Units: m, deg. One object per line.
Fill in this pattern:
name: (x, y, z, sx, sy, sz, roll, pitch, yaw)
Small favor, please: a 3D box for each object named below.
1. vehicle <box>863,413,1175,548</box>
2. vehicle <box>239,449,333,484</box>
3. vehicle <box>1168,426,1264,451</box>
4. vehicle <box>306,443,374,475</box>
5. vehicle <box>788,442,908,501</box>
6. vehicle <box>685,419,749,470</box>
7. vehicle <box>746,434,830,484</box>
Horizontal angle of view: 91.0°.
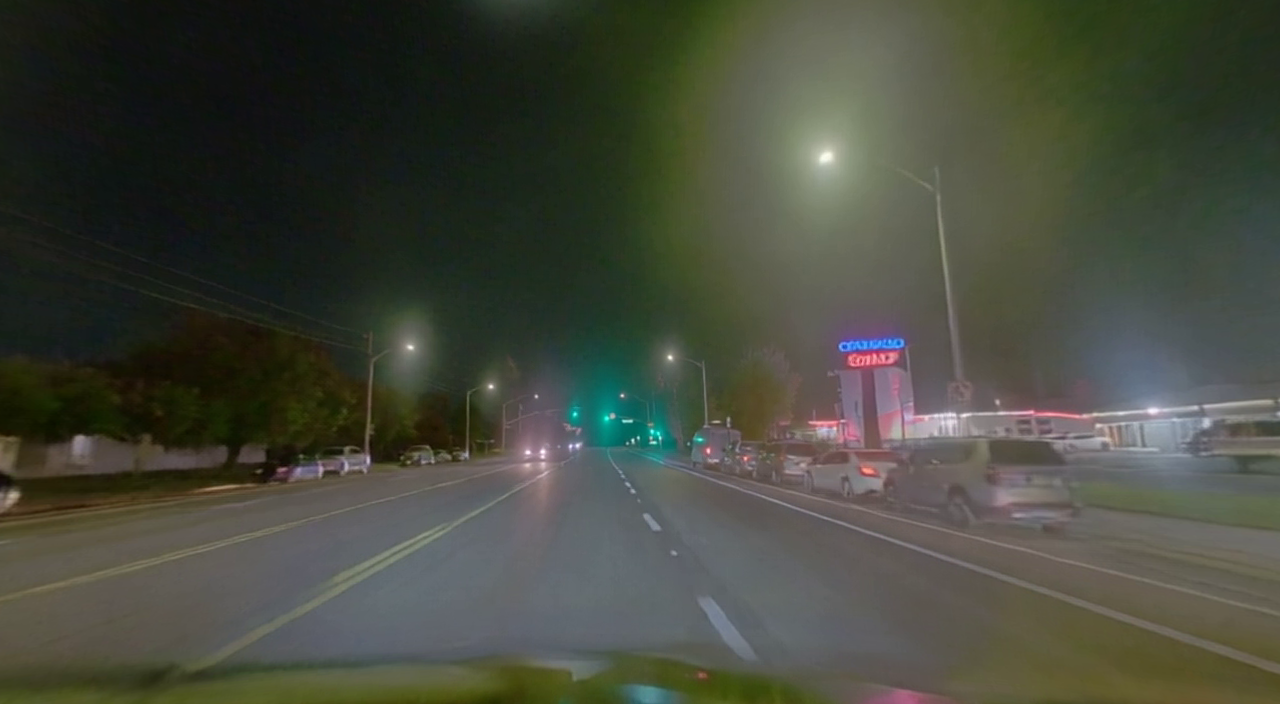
vehicle: (6.440, 2.254, 11.868, 2.092, 1.887, 5.632, 1, -9, -4)
vehicle: (-16.843, 5.436, 30.281, 2.036, 1.478, 4.615, 0, -9, -3)
vehicle: (43.909, 6.657, 48.094, 2.062, 1.781, 5.018, 7, -11, -38)
vehicle: (-17.217, 6.160, 36.378, 1.928, 1.718, 4.279, 0, -9, -2)
vehicle: (5.875, 3.425, 18.483, 1.902, 1.494, 4.622, 0, -9, -1)
vehicle: (4.691, 5.801, 39.787, 2.739, 2.866, 6.142, -1, -7, -5)
vehicle: (5.753, 4.220, 25.064, 1.952, 1.771, 4.385, 1, -9, -5)
